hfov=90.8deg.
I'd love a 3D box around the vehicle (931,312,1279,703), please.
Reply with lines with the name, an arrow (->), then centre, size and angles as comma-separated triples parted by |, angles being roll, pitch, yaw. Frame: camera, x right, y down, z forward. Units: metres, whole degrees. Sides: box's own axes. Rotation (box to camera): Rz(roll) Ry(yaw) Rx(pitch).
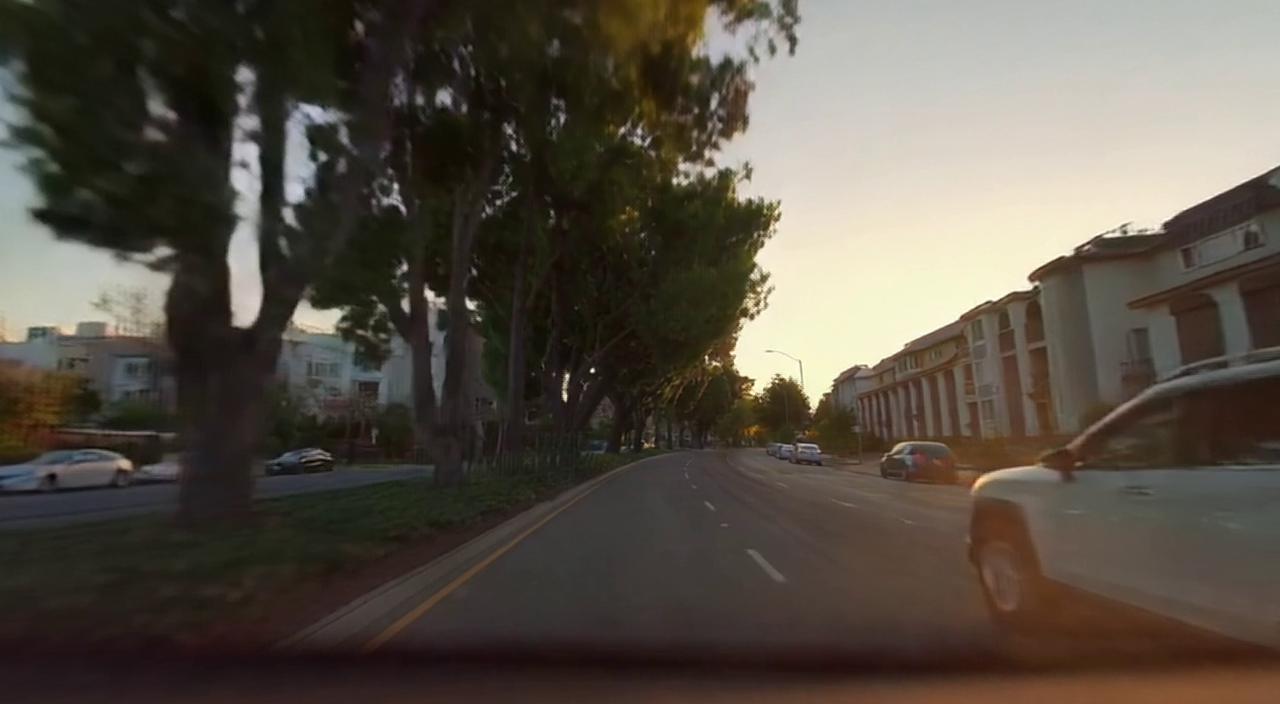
vehicle -> 3.567, 0.830, 2.886 | 2.215, 1.812, 4.569 | 0, -9, -1

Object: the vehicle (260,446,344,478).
vehicle -> -18.086, 5.944, 34.063 | 1.908, 1.500, 4.470 | -3, -10, 3

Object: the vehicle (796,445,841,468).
vehicle -> 12.069, 7.107, 43.021 | 1.893, 1.469, 4.615 | 0, -9, 2

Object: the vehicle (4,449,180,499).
vehicle -> -18.775, 4.156, 22.027 | 1.823, 1.455, 4.680 | -3, -9, 3

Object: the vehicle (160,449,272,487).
vehicle -> -18.594, 5.073, 28.014 | 1.829, 1.452, 4.562 | -2, -9, 0
